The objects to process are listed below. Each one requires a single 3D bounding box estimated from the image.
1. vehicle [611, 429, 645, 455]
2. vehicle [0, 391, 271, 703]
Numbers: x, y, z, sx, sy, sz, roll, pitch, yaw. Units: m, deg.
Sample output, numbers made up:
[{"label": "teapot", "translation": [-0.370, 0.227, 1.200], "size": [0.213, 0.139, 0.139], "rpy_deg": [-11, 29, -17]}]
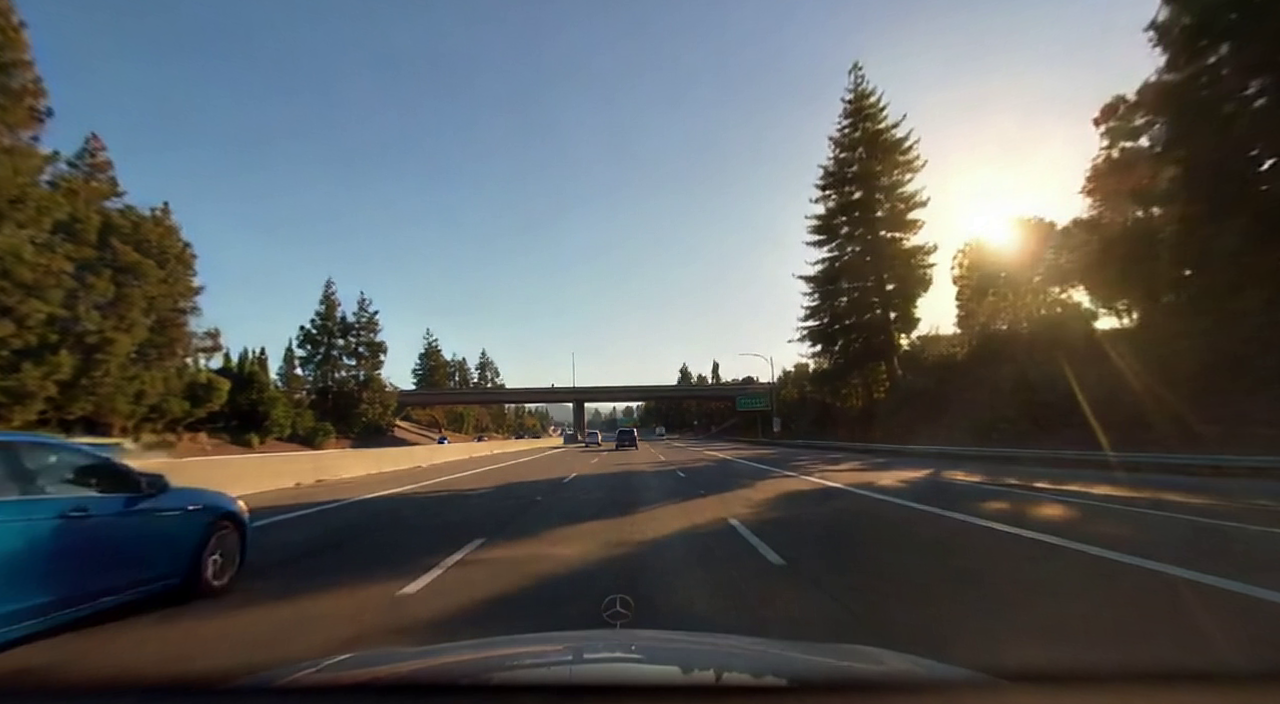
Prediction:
[{"label": "vehicle", "translation": [-0.797, 5.987, 41.853], "size": [2.116, 1.625, 4.004], "rpy_deg": [0, -8, -1]}, {"label": "vehicle", "translation": [-4.084, 0.954, 2.943], "size": [2.017, 1.537, 4.496], "rpy_deg": [0, -8, -1]}]
